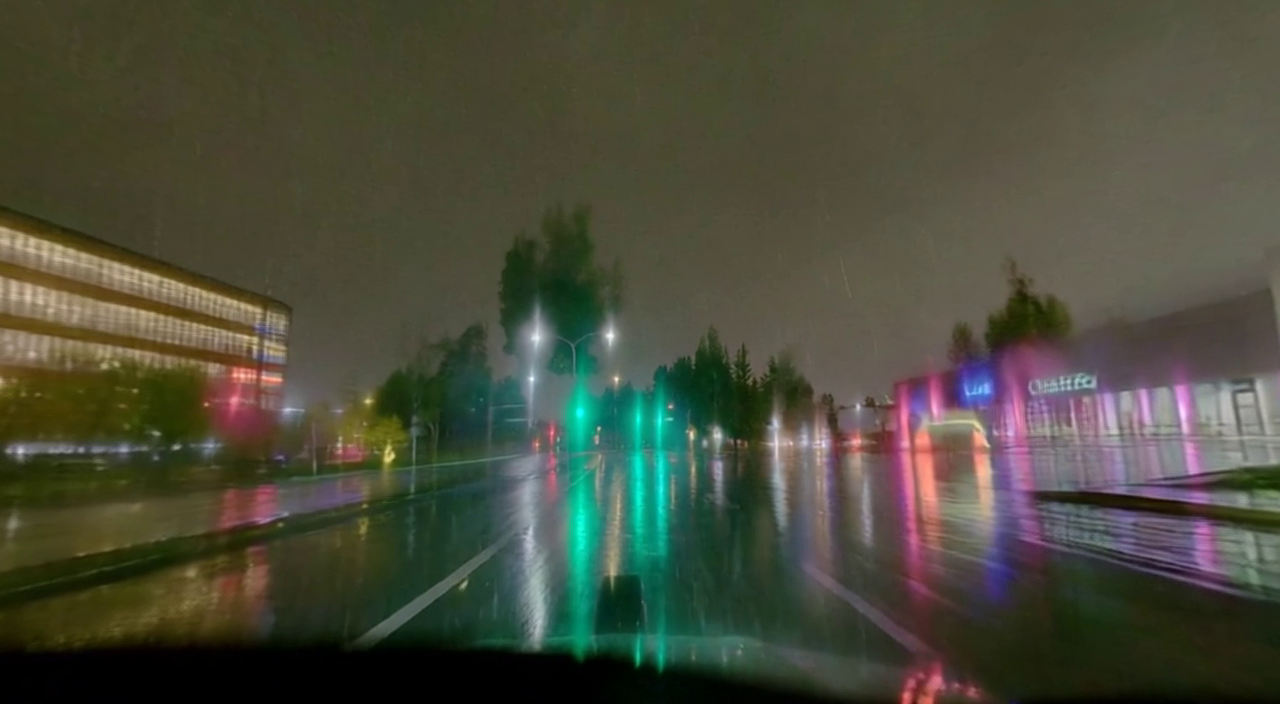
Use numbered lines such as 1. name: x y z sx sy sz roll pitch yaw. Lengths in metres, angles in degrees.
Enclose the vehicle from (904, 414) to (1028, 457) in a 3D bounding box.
1. vehicle: 19.800 5.106 38.421 6.174 2.496 2.349 0 -8 -2
